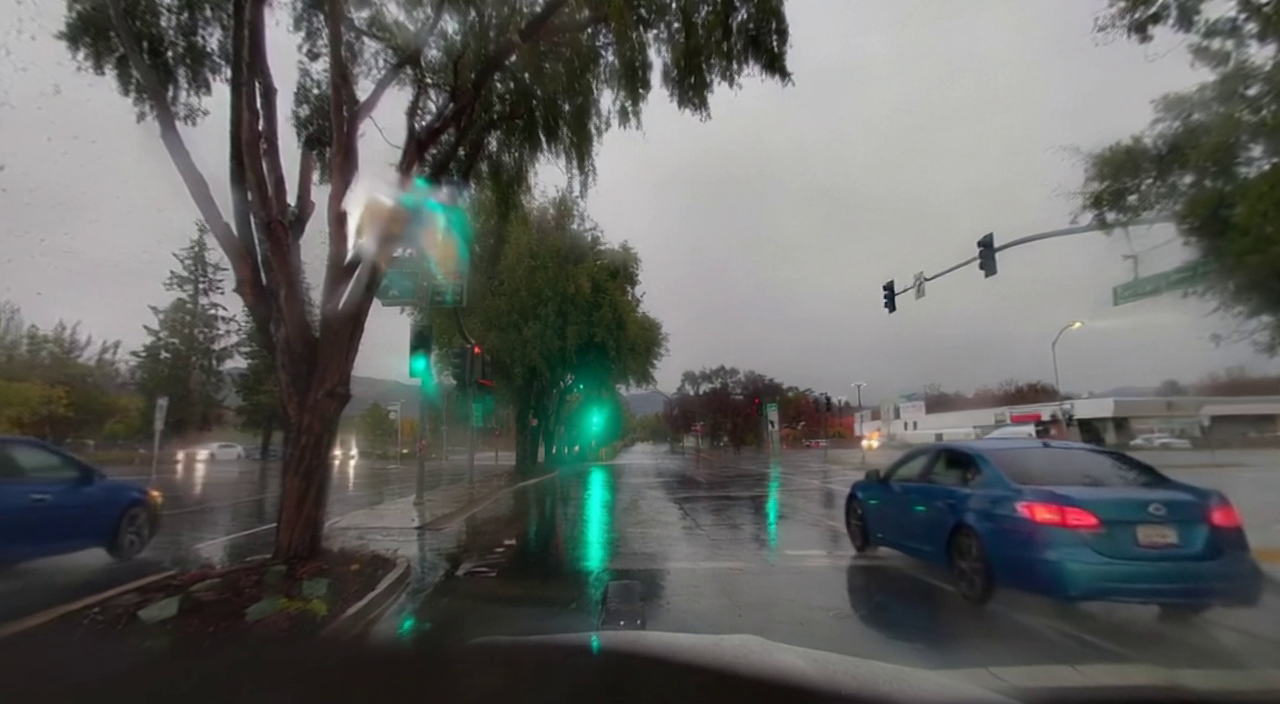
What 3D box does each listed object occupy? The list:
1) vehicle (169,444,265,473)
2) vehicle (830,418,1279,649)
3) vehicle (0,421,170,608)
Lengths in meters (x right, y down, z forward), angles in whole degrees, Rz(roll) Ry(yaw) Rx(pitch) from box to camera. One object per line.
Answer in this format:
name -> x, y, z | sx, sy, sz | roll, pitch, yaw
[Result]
vehicle -> -23.435, 5.904, 35.144 | 2.201, 1.483, 4.656 | 0, -8, -2
vehicle -> 3.821, 1.523, 6.512 | 1.940, 1.487, 4.562 | 1, -8, -5
vehicle -> -6.068, 1.224, 4.521 | 1.995, 1.470, 4.556 | 0, -8, -2
